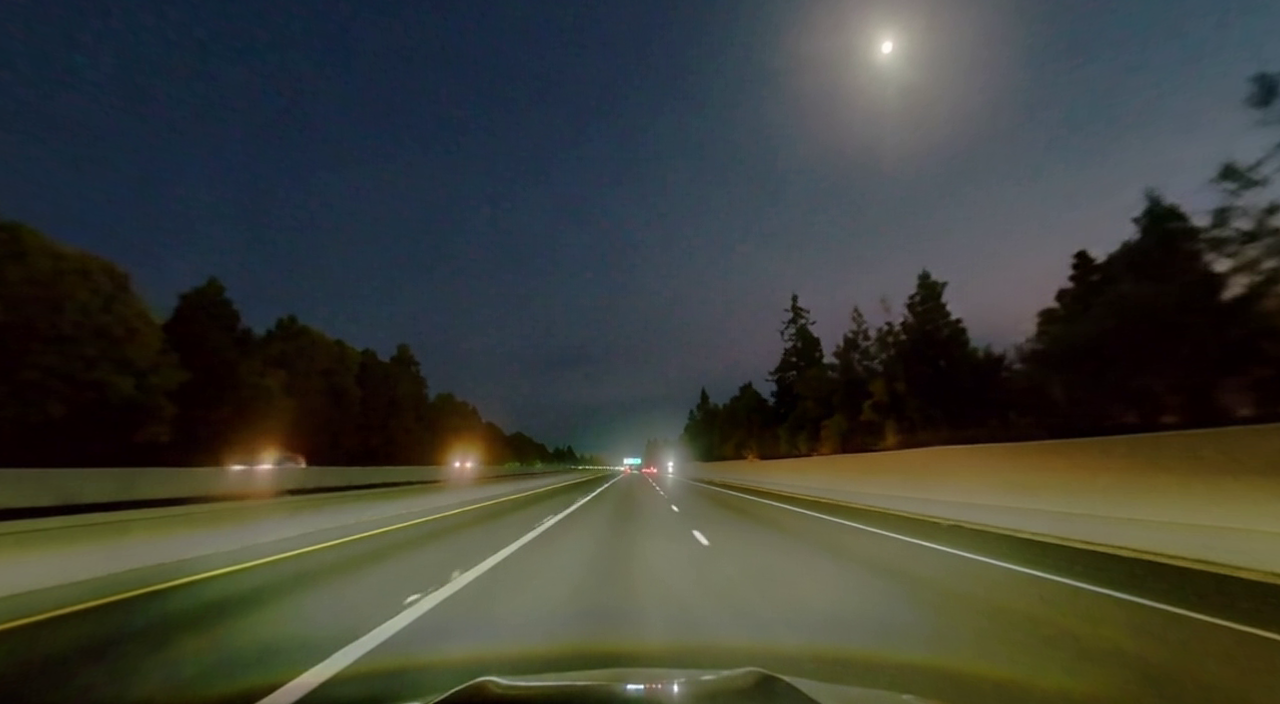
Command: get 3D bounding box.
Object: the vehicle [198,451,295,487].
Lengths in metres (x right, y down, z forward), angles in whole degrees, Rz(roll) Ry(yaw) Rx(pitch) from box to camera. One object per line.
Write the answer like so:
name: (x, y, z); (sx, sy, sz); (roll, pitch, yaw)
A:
vehicle: (-16.917, 5.063, 27.333); (1.740, 1.434, 3.717); (1, -10, 0)
